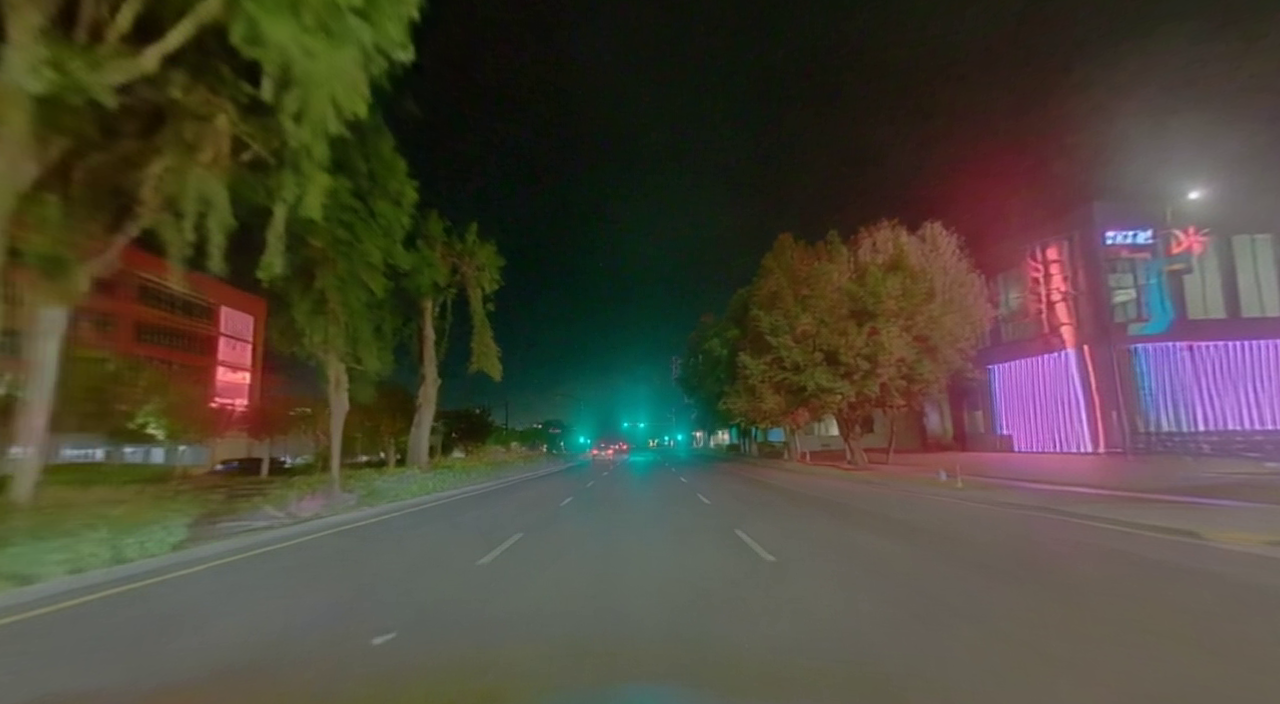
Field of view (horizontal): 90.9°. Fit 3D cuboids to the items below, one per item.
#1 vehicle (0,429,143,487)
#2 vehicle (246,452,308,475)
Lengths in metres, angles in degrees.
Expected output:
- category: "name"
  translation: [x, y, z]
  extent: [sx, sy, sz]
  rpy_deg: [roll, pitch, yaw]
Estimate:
- category: "vehicle"
  translation: [-29.565, 5.442, 32.408]
  extent: [5.890, 2.815, 2.228]
  rpy_deg: [0, -8, -2]
- category: "vehicle"
  translation: [-26.163, 8.027, 45.585]
  extent: [1.850, 1.477, 4.492]
  rpy_deg: [0, -8, 0]
